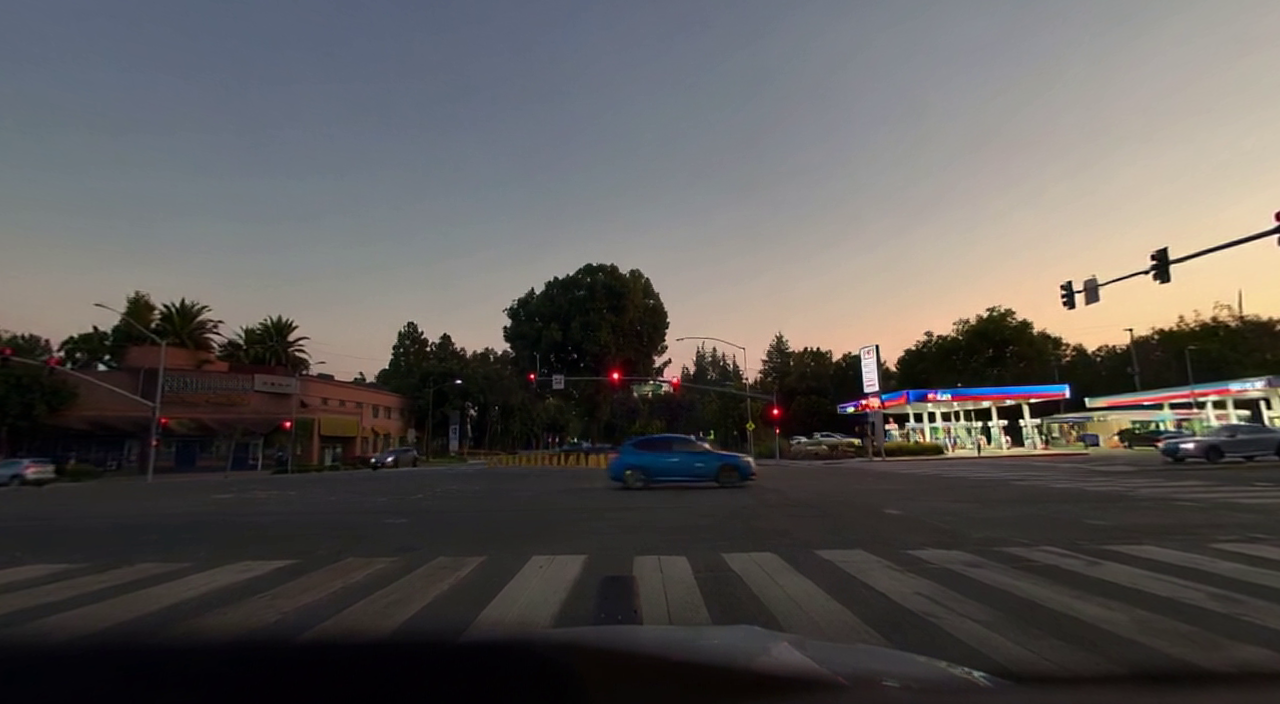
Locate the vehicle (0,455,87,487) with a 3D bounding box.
[{"bbox_3d":[-39.288,7.567,40.237,5.789,1.893,2.169,-1,-8,3],"label":"vehicle"}]

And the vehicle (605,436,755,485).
[{"bbox_3d":[1.237,3.419,19.917,4.488,1.463,1.888,-1,-8,4],"label":"vehicle"}]

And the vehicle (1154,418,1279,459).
[{"bbox_3d":[22.824,3.295,23.964,4.696,1.483,1.898,-1,-8,3],"label":"vehicle"}]
